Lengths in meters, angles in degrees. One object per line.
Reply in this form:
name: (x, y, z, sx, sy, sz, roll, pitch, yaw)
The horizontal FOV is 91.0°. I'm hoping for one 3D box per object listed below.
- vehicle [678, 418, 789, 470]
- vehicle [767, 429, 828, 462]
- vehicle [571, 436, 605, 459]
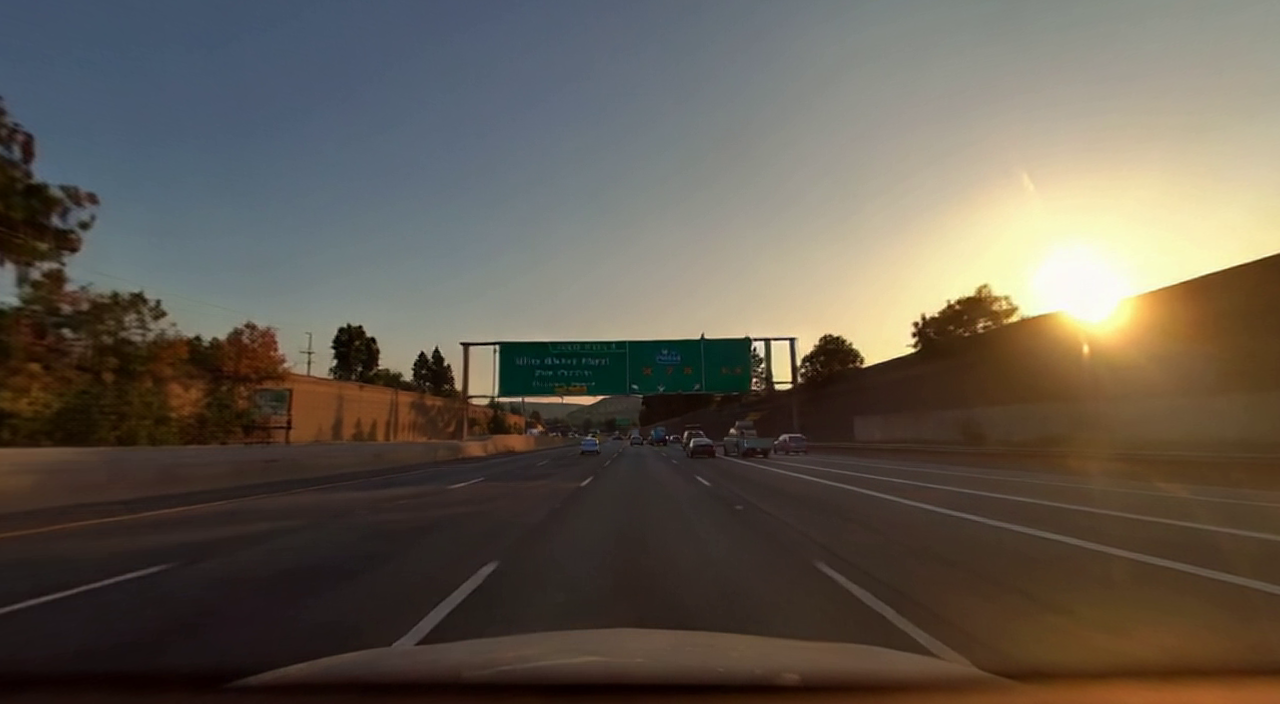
vehicle: (4.042, 4.589, 31.365, 3.042, 2.004, 14.051, 0, -8, -2)
vehicle: (9.797, 5.897, 39.653, 2.184, 1.873, 5.466, 0, -8, -3)
vehicle: (-3.611, 6.718, 44.347, 2.066, 1.500, 4.415, 0, -8, 0)
